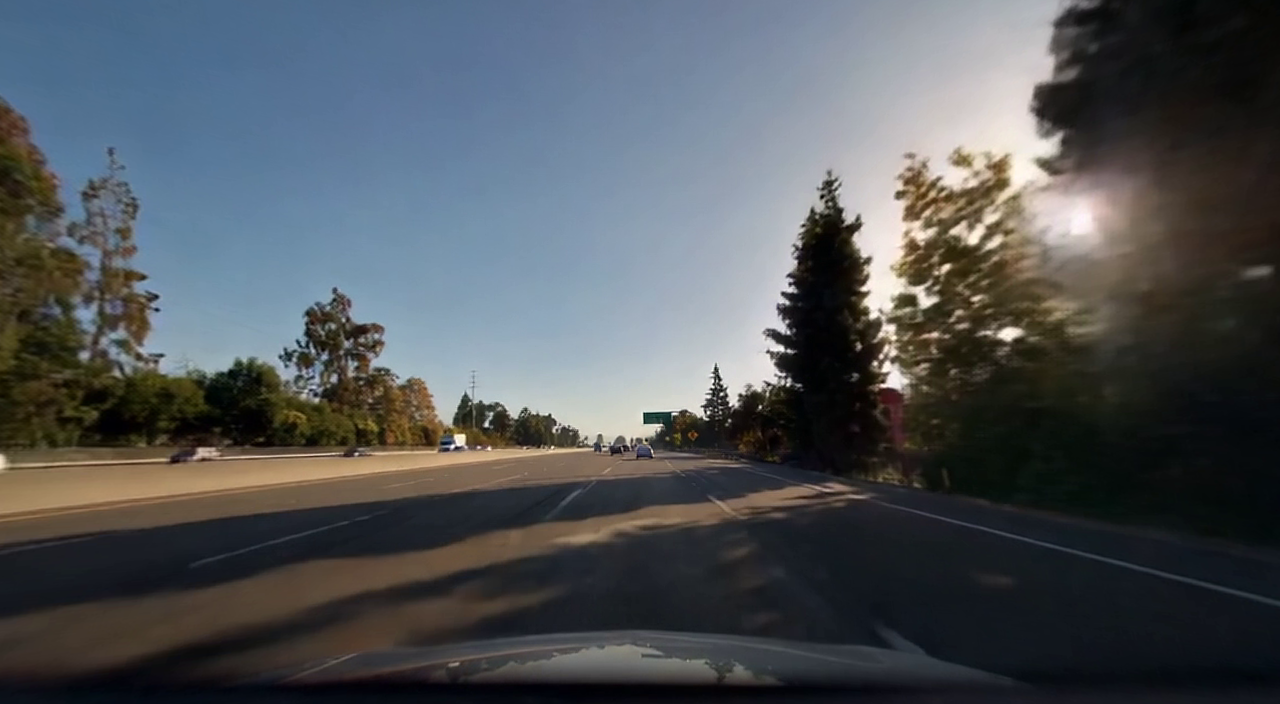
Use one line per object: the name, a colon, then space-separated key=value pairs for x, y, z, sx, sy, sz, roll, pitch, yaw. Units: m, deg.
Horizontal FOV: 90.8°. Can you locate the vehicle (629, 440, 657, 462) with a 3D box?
vehicle: x=0.225 y=7.472 z=47.710 sx=2.021 sy=1.528 sz=4.154 roll=0 pitch=-8 yaw=0

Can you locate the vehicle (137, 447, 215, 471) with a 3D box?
vehicle: x=-35.615 y=8.181 z=48.659 sx=2.008 sy=1.738 sz=5.184 roll=0 pitch=-8 yaw=0
